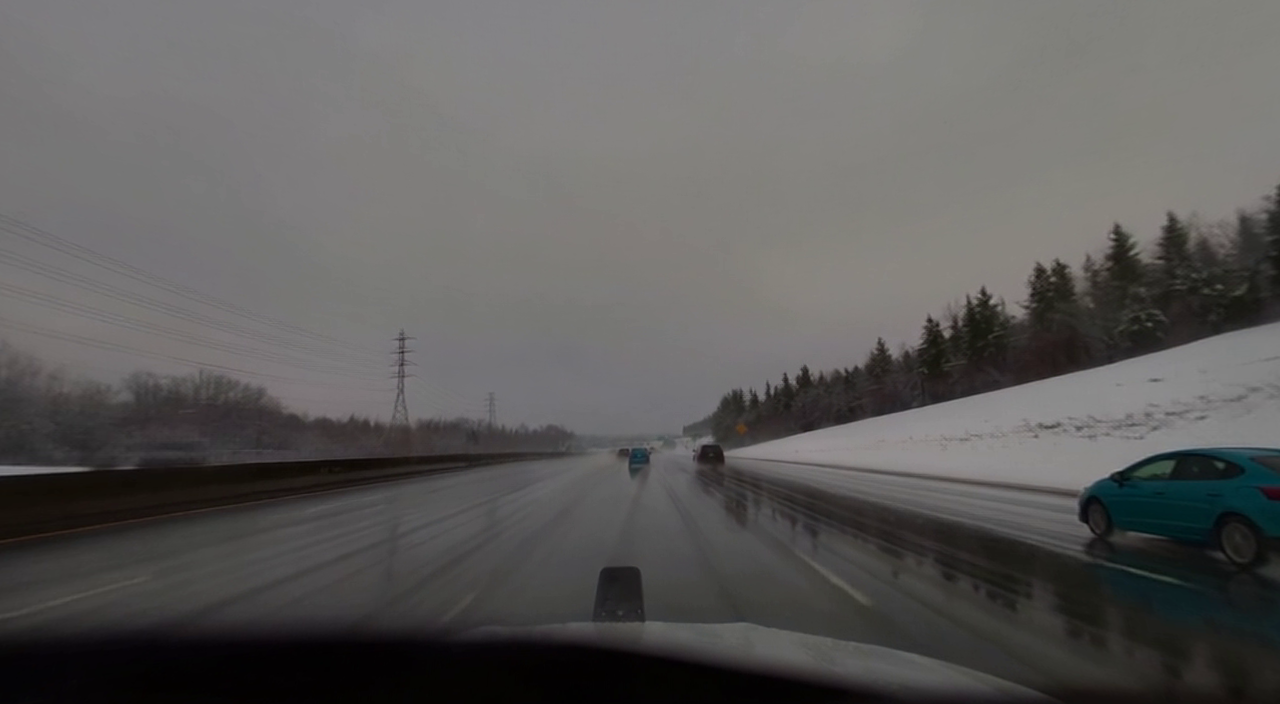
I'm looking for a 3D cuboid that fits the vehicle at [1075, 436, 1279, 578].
[{"bbox_3d":[8.051,1.841,7.753,1.970,1.545,4.818,0,-9,1],"label":"vehicle"}]

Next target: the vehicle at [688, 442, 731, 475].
[{"bbox_3d":[4.115,6.347,37.812,2.159,1.782,4.673,0,-9,1],"label":"vehicle"}]
